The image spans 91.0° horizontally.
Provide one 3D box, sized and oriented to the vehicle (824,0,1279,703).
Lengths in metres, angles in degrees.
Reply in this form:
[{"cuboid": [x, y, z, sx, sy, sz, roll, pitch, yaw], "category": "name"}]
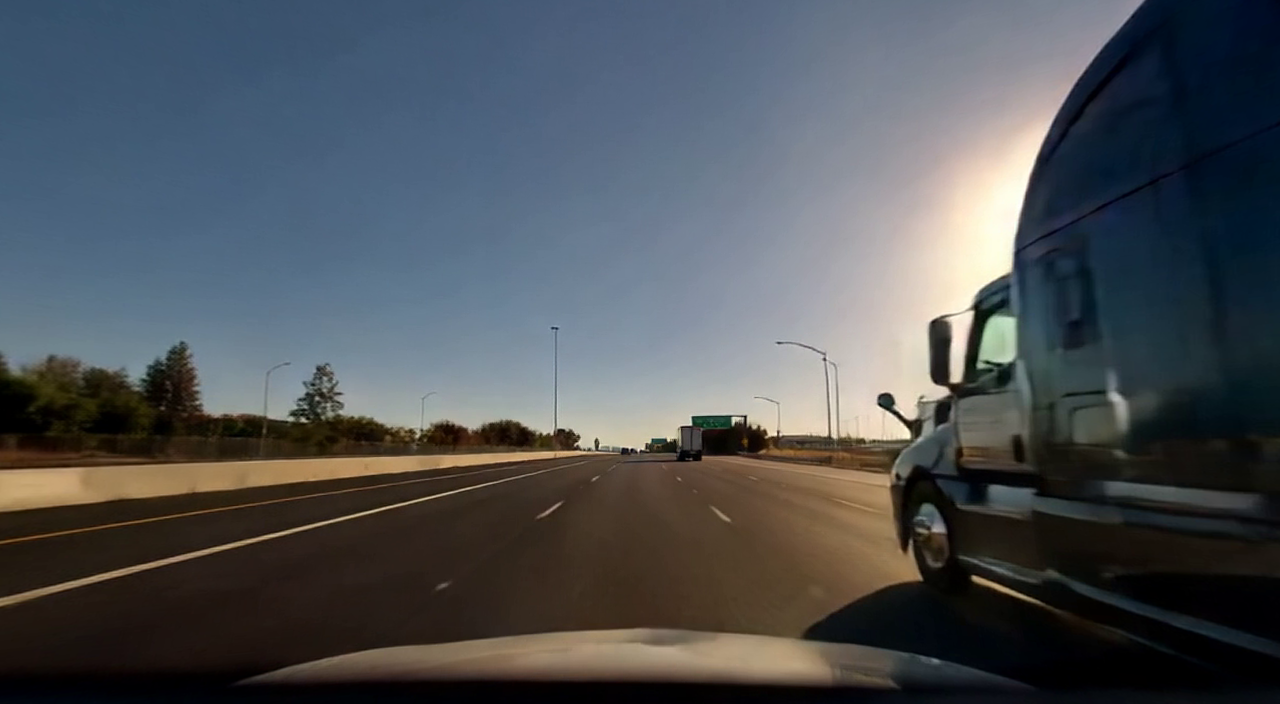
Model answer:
[{"cuboid": [3.511, -0.200, 2.827, 2.998, 3.820, 8.356, 0, -9, 1], "category": "vehicle"}]
